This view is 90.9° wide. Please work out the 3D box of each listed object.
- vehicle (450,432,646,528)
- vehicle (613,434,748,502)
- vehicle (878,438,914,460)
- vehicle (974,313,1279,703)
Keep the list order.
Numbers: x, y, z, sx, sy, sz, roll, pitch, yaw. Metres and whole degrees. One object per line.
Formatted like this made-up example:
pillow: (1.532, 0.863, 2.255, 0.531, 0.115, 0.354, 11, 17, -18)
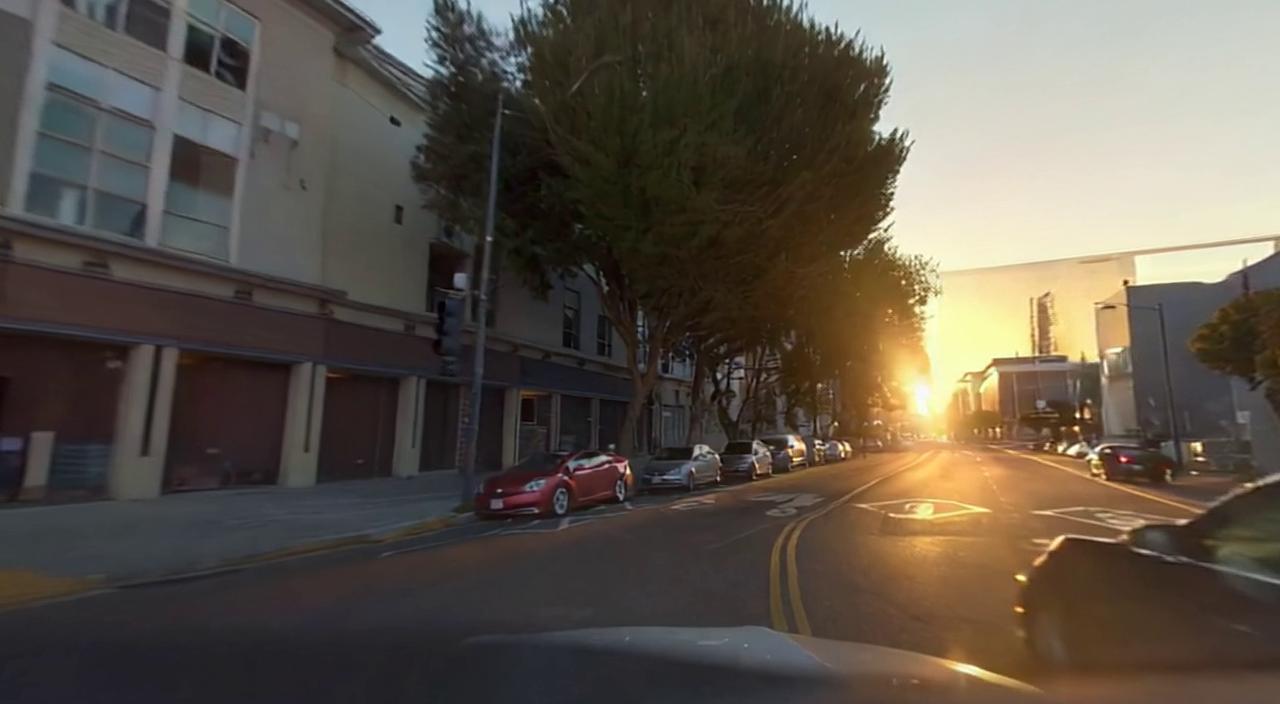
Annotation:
vehicle: (-1.669, 2.526, 13.150, 1.922, 1.628, 4.291, -4, -9, 26)
vehicle: (1.345, 3.249, 18.251, 2.179, 1.658, 4.765, -4, -9, 27)
vehicle: (18.039, 6.800, 44.311, 1.852, 1.465, 4.092, -4, -9, 27)
vehicle: (3.821, 0.735, 2.119, 2.411, 1.899, 5.993, 0, -8, 3)
